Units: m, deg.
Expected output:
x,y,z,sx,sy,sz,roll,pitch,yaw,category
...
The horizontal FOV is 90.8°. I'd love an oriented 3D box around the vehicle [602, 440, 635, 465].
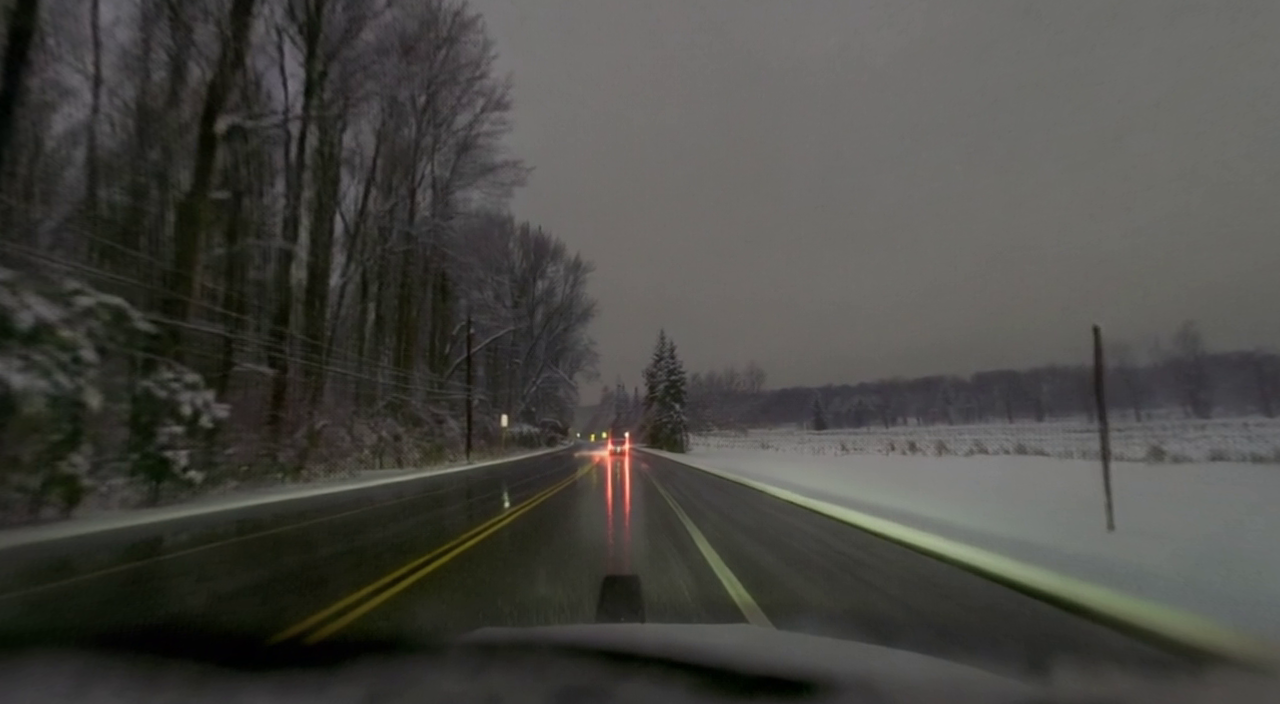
x,y,z,sx,sy,sz,roll,pitch,yaw,category
-1.363,6.543,41.149,2.042,1.489,3.963,0,-9,-2,vehicle
